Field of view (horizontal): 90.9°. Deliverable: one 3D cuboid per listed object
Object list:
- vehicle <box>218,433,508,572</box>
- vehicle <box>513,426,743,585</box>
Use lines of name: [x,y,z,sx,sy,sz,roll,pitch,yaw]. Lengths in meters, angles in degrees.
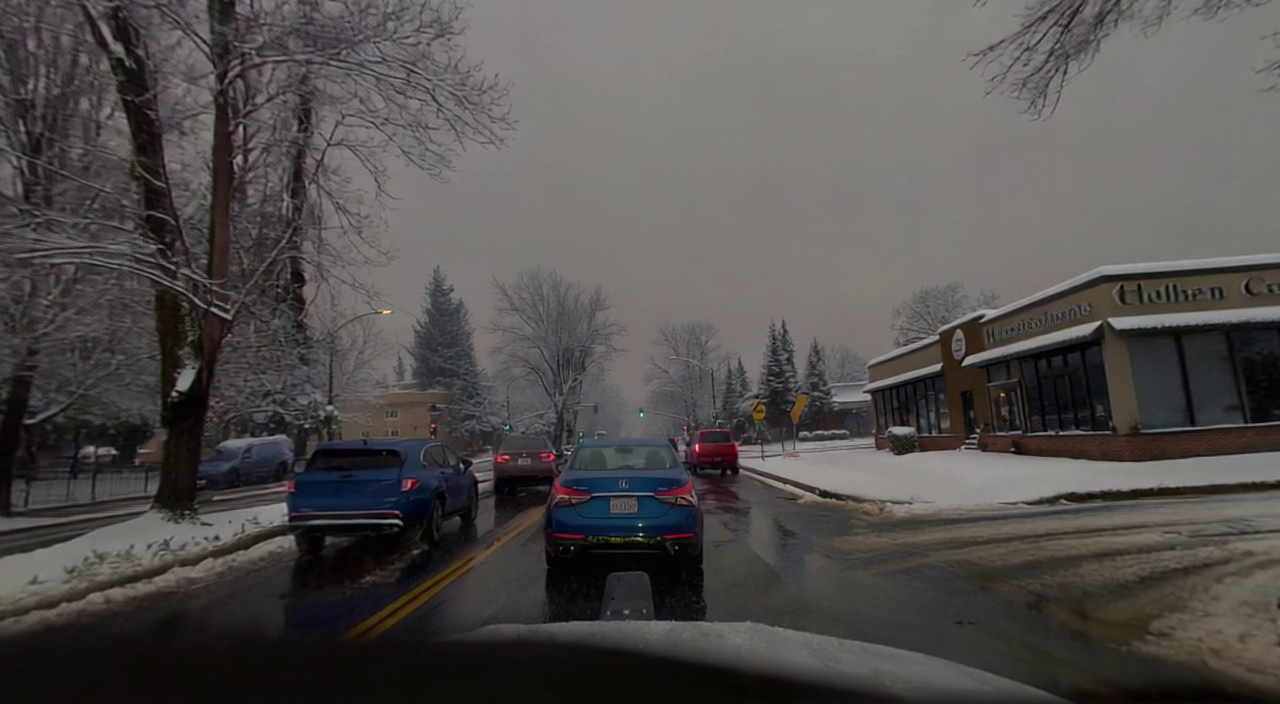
vehicle: [-3.408,1.928,8.937,2.029,1.456,4.414,0,-9,1]
vehicle: [-0.121,1.755,8.029,2.160,1.482,4.037,0,-9,0]
